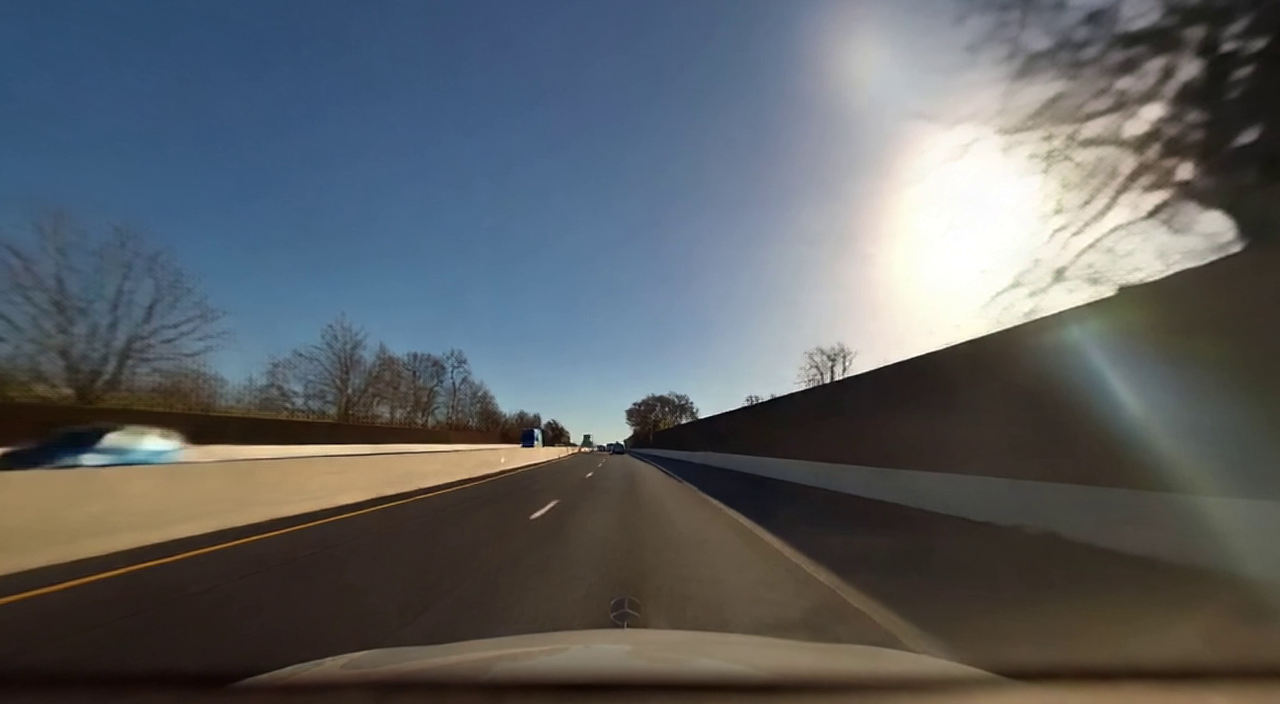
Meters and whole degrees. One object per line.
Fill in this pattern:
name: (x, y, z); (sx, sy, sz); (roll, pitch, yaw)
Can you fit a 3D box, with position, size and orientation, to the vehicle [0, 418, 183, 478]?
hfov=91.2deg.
vehicle: (-15.788, 2.759, 18.129); (1.815, 1.497, 4.437); (0, -8, -1)
